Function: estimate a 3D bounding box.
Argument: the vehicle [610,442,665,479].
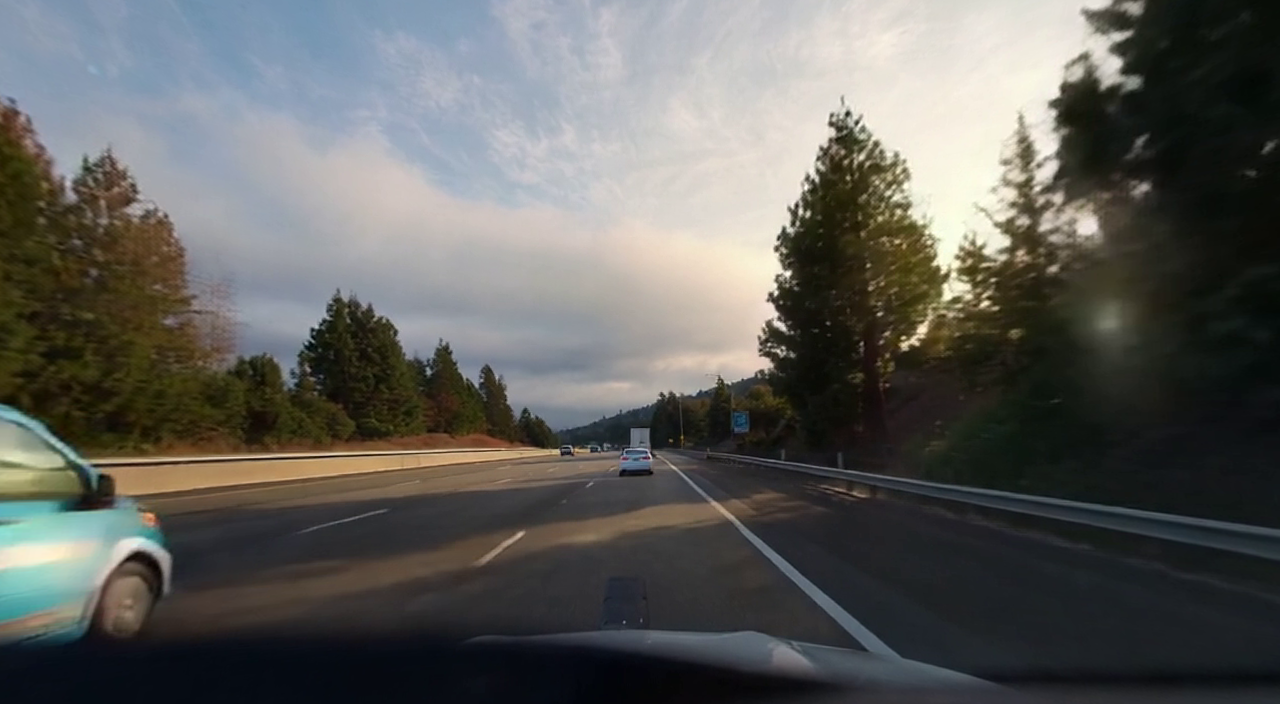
[{"bbox_3d":[-0.077,4.711,27.695,2.238,1.479,3.672,0,-9,1],"label":"vehicle"}]

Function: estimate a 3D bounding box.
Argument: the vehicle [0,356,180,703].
[{"bbox_3d":[-4.579,0.765,2.134,2.174,1.862,5.012,0,-9,1],"label":"vehicle"}]
